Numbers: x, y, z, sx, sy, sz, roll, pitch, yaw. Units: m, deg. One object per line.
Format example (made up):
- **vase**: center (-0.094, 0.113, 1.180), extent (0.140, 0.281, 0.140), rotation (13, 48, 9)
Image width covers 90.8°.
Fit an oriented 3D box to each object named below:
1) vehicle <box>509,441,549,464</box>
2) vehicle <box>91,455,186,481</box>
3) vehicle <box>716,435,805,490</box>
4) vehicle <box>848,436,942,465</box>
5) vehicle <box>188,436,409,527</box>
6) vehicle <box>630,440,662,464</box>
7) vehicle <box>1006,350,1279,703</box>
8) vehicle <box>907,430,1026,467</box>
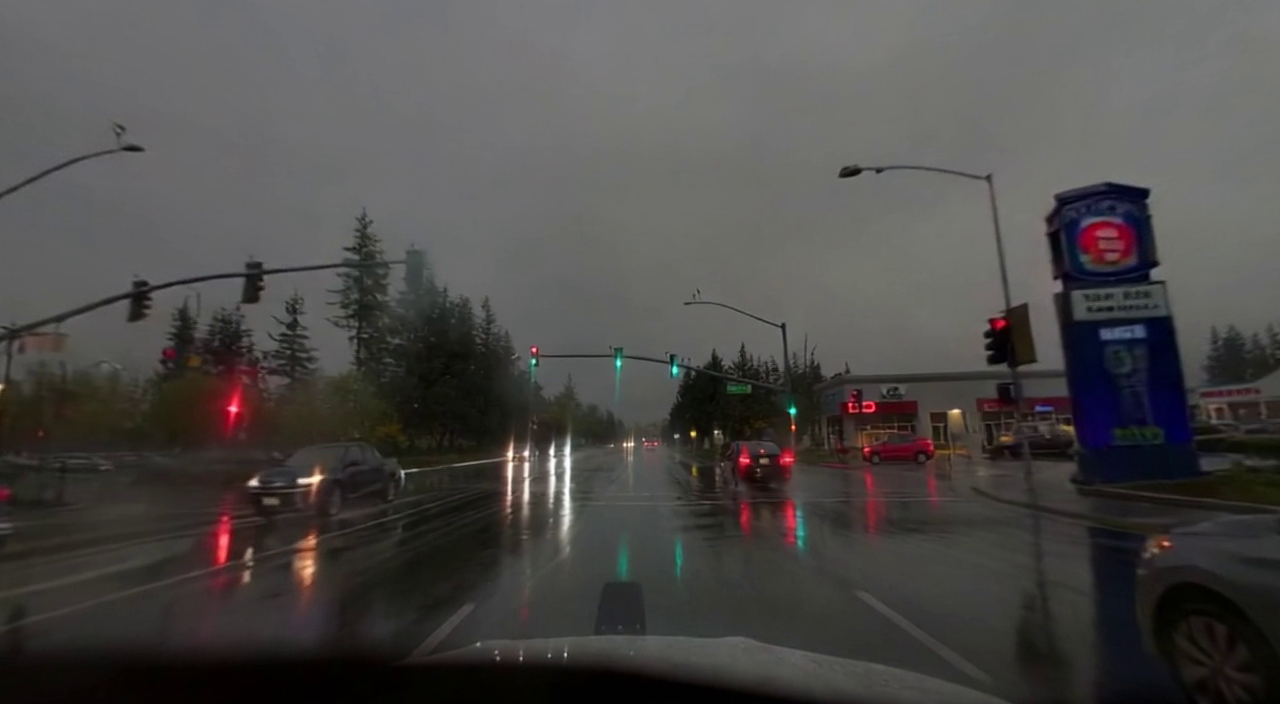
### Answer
- **vehicle**: center (-7.760, 7.094, 44.403), extent (1.933, 1.455, 4.562), rotation (-3, -10, 0)
- **vehicle**: center (-31.152, 7.198, 39.396), extent (4.307, 1.467, 1.928), rotation (5, -10, -30)
- **vehicle**: center (3.537, 3.330, 19.330), extent (1.842, 1.480, 4.155), rotation (0, -8, 0)
- **vehicle**: center (13.945, 5.413, 34.771), extent (4.370, 1.517, 1.939), rotation (-1, -8, 4)
- **vehicle**: center (-6.463, 2.467, 12.664), extent (2.038, 1.484, 4.273), rotation (0, -8, 0)
- **vehicle**: center (0.360, 6.618, 42.026), extent (2.008, 1.464, 4.052), rotation (0, -8, -1)
- **vehicle**: center (3.372, 0.682, 1.492), extent (2.174, 1.596, 4.779), rotation (0, -8, 1)
- **vehicle**: center (15.855, 4.701, 30.858), extent (4.599, 1.731, 2.155), rotation (0, -8, 0)
